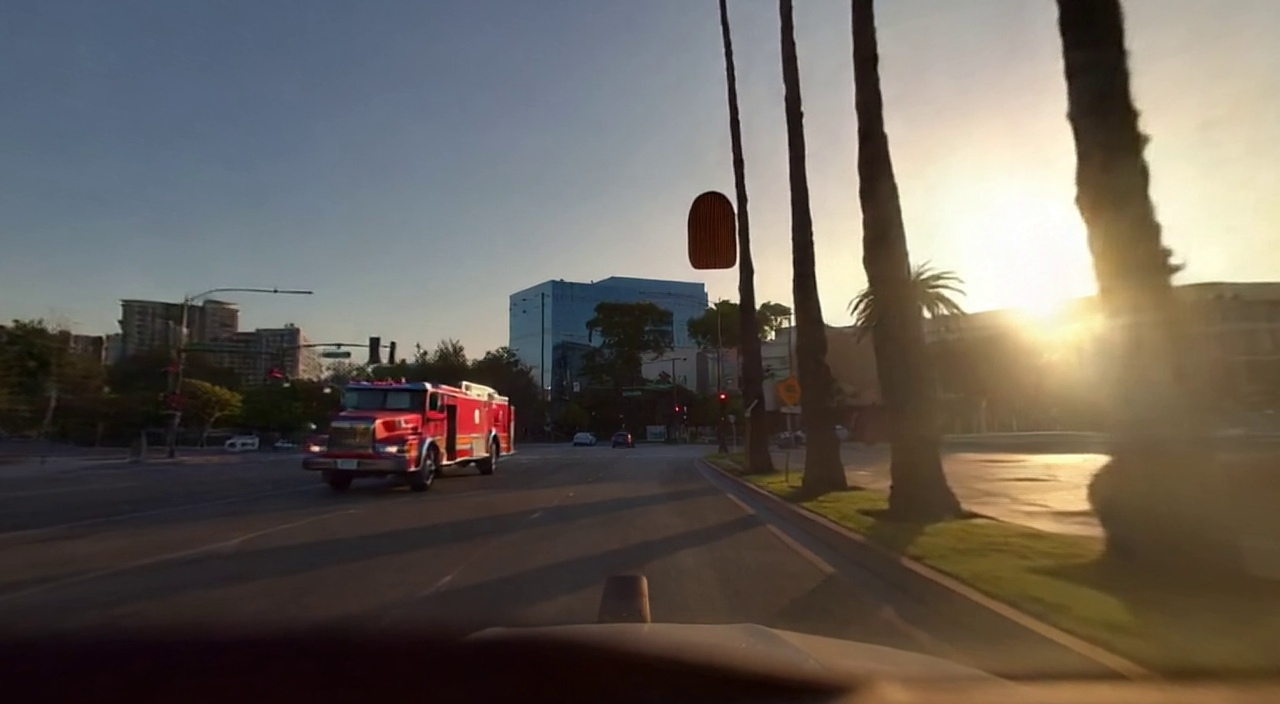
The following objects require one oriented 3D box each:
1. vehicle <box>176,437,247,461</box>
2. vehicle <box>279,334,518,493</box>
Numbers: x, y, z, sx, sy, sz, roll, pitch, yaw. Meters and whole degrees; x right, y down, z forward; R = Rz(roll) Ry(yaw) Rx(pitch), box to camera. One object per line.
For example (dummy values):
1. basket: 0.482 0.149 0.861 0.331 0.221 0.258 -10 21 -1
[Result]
1. vehicle: -33.581 7.644 49.220 4.470 1.613 1.897 -4 -10 11
2. vehicle: -6.786 2.267 20.623 3.008 3.730 11.786 0 -8 1
